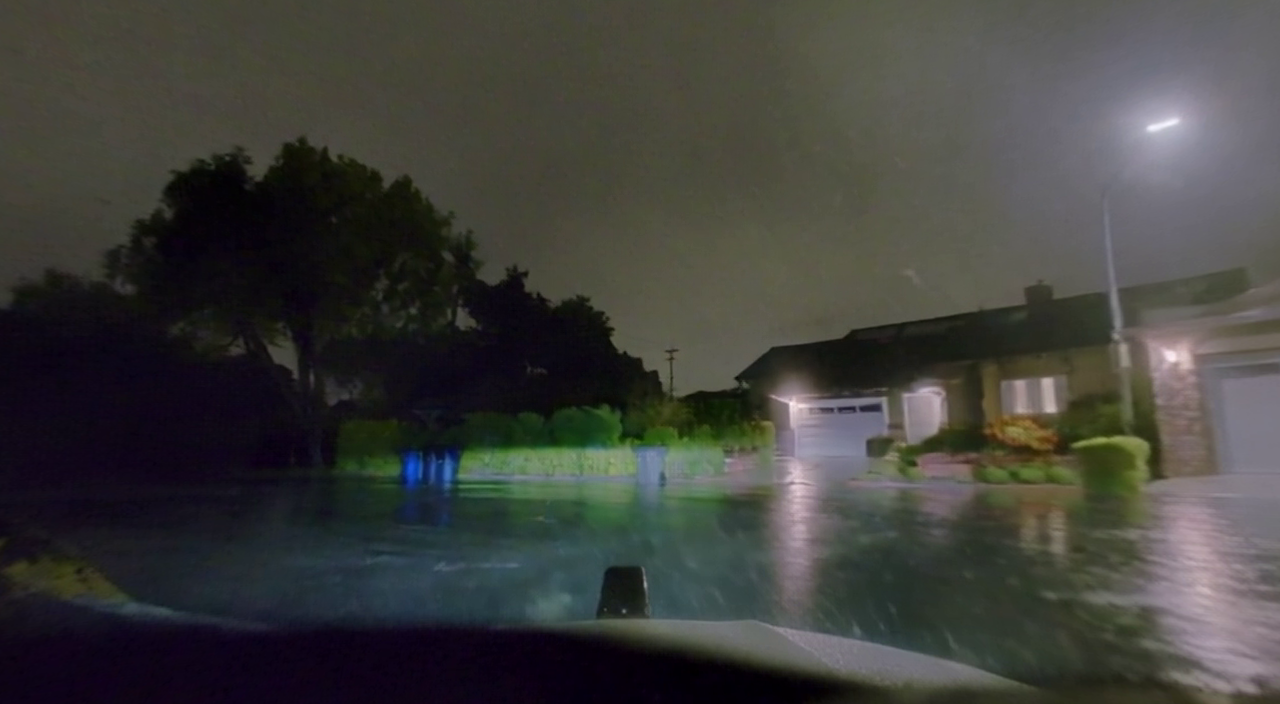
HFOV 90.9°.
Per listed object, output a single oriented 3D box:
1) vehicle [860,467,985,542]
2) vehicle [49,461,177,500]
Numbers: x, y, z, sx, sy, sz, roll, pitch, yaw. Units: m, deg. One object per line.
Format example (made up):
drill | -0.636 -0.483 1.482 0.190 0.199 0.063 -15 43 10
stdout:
vehicle | 7.263 3.905 16.729 1.860 1.477 4.629 -2 -8 10
vehicle | -25.652 6.357 30.927 2.019 1.697 4.310 -1 -13 11
